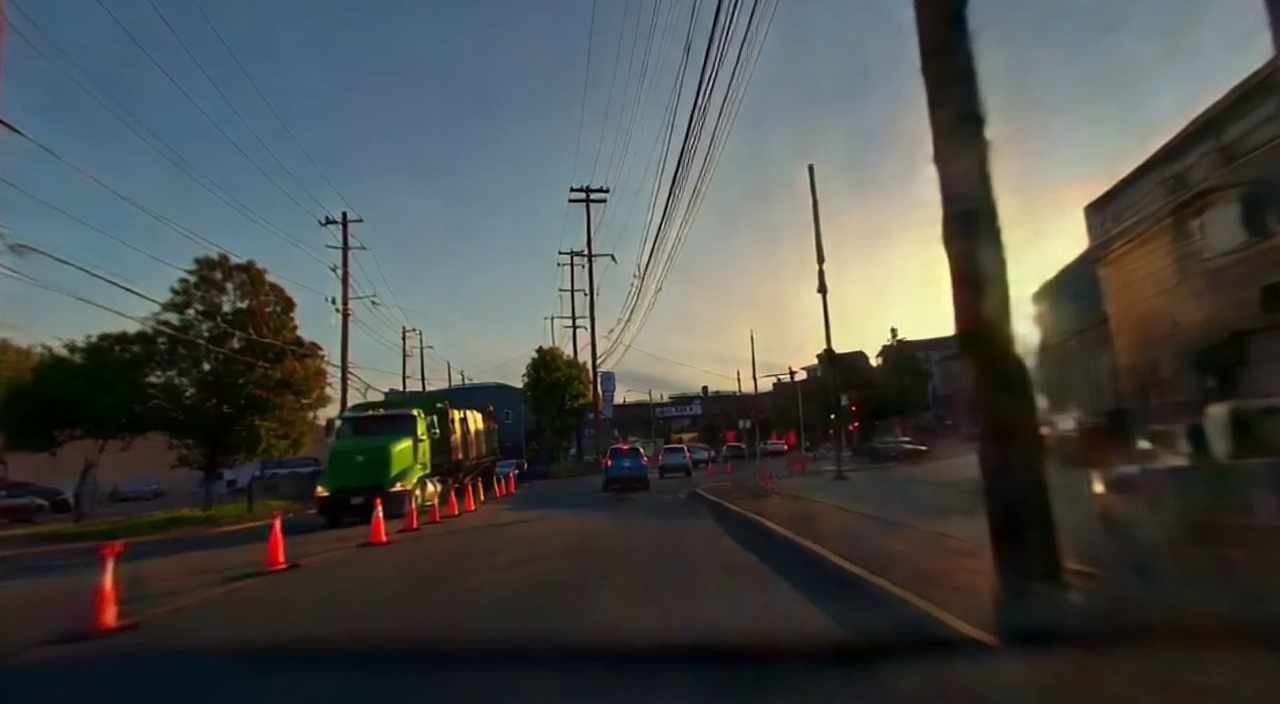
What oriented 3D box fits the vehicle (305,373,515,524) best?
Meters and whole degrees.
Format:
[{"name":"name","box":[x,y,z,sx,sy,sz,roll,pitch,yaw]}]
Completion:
[{"name":"vehicle","box":[-6.902,3.266,21.570,3.007,3.800,11.011,0,-9,0]}]

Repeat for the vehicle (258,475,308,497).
[{"name":"vehicle","box":[-26.282,9.868,46.615,1.817,1.456,4.079,0,-11,-9]}]

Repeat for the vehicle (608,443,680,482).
[{"name":"vehicle","box":[0.313,5.729,33.059,2.256,1.859,5.118,-3,-9,19]}]

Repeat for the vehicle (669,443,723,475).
[{"name":"vehicle","box":[3.746,6.929,41.272,2.206,1.911,5.548,-3,-9,19]}]

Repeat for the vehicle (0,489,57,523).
[{"name":"vehicle","box":[-33.945,8.239,33.562,4.180,1.547,1.913,-4,-8,4]}]

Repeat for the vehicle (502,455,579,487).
[{"name":"vehicle","box":[-5.340,6.465,34.639,2.103,1.526,4.743,-3,-9,20]}]
